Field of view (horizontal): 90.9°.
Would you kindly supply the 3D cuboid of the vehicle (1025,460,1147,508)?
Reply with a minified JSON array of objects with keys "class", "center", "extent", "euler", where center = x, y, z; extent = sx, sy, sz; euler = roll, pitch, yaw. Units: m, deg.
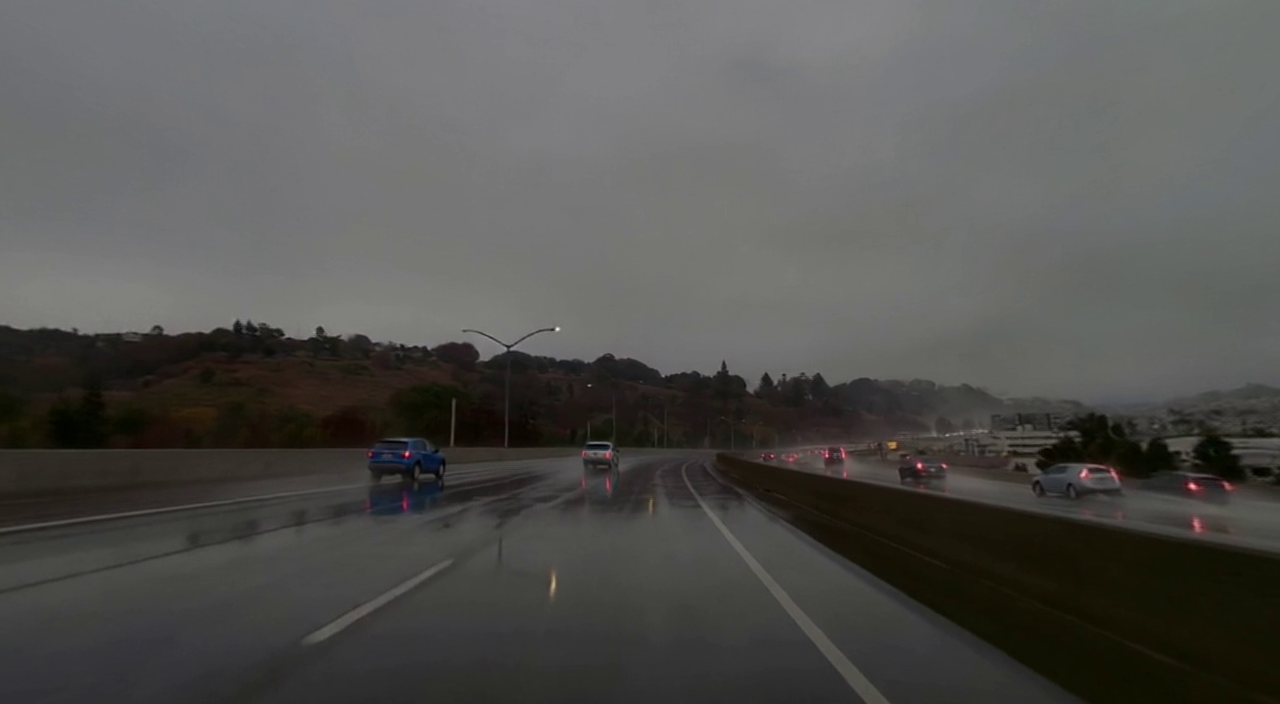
[{"class":"vehicle","center":[17.196,5.065,24.629],"extent":[1.786,1.559,4.496],"euler":[-1,-8,5]}]

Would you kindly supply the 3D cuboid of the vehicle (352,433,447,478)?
[{"class":"vehicle","center":[-10.207,4.427,27.204],"extent":[2.039,1.746,4.528],"euler":[-1,-8,4]}]

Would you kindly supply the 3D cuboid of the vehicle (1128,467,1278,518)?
[{"class":"vehicle","center":[21.500,5.330,24.396],"extent":[2.010,1.620,4.347],"euler":[-1,-8,5]}]

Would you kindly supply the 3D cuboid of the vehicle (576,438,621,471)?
[{"class":"vehicle","center":[-2.334,5.916,36.456],"extent":[2.028,1.782,4.150],"euler":[-1,-8,4]}]
